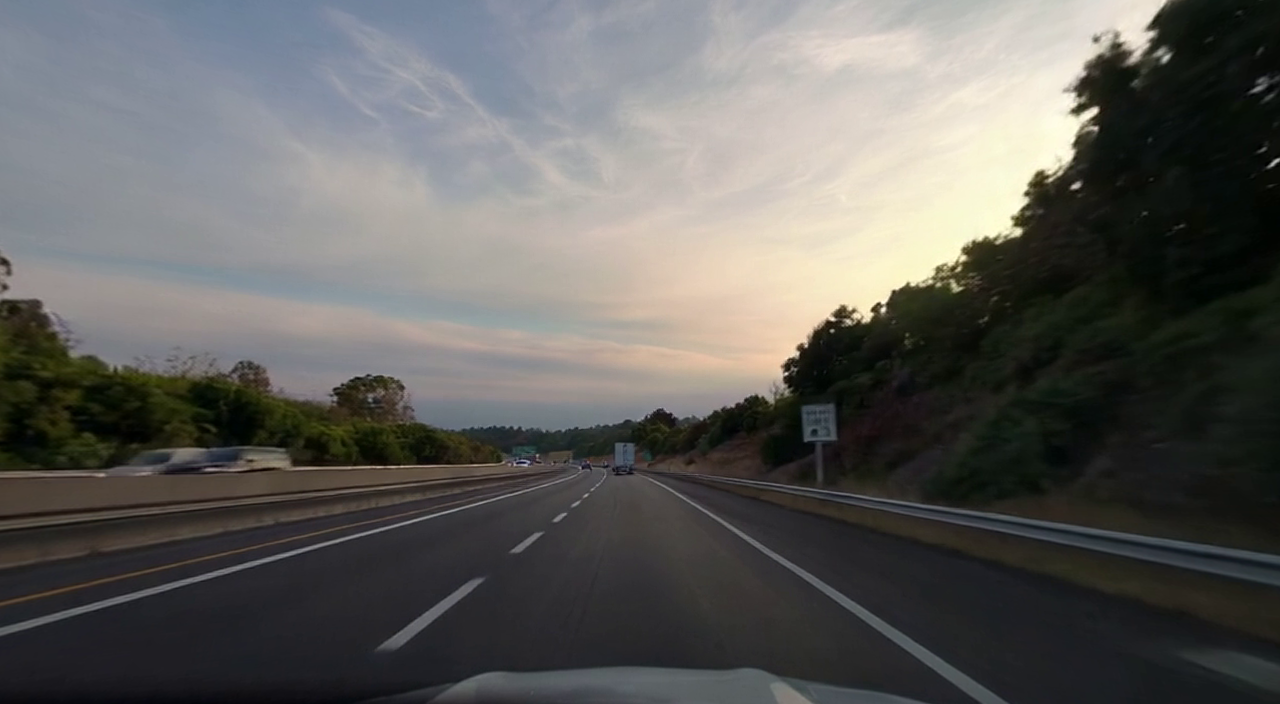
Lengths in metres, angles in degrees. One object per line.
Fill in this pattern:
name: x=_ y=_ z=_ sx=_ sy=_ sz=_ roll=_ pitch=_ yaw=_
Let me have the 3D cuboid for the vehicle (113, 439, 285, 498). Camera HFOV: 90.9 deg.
vehicle: x=-12.818 y=3.465 z=18.734 sx=1.978 sy=1.513 sz=4.284 roll=1 pitch=-11 yaw=0

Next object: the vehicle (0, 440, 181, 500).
vehicle: x=-17.062 y=3.649 z=19.557 sx=2.217 sy=1.578 sz=4.428 roll=1 pitch=-11 yaw=0
